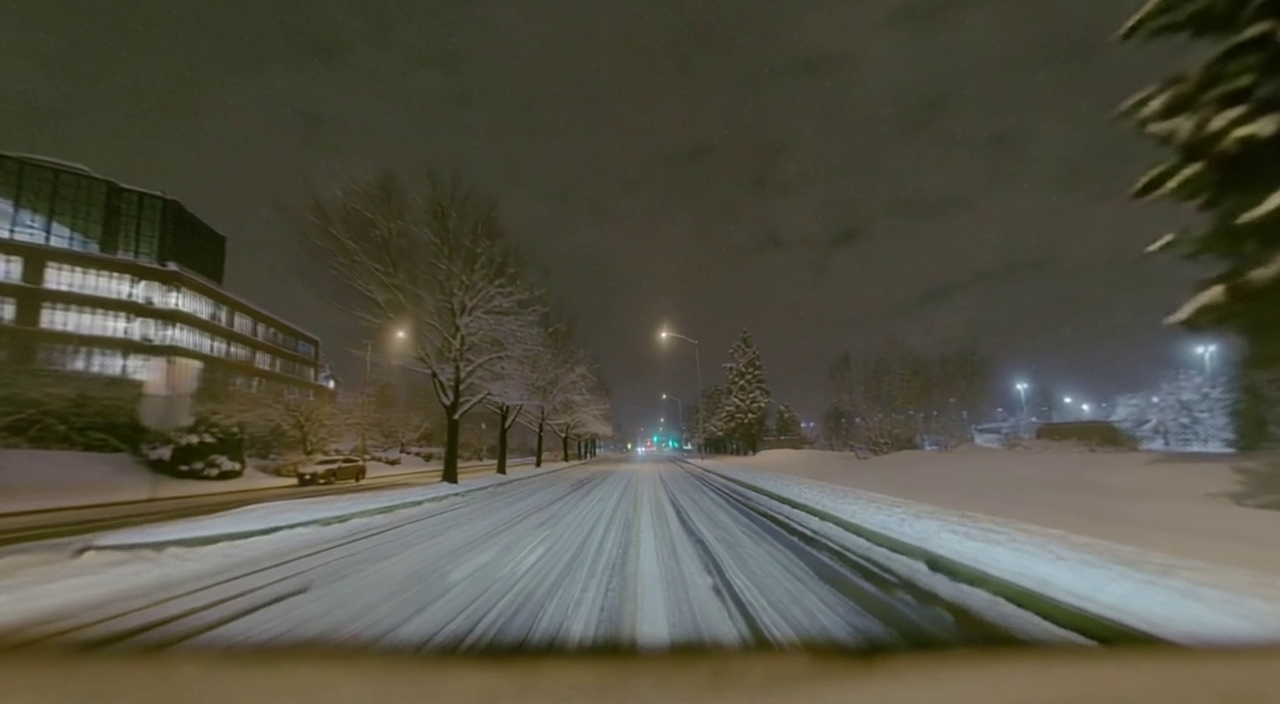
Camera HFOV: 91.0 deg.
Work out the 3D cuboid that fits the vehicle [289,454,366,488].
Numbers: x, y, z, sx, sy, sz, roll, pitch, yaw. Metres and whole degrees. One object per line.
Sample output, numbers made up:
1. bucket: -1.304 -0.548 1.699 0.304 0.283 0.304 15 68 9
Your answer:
1. vehicle: -16.611 6.328 33.755 1.807 1.570 4.557 -2 -9 0
